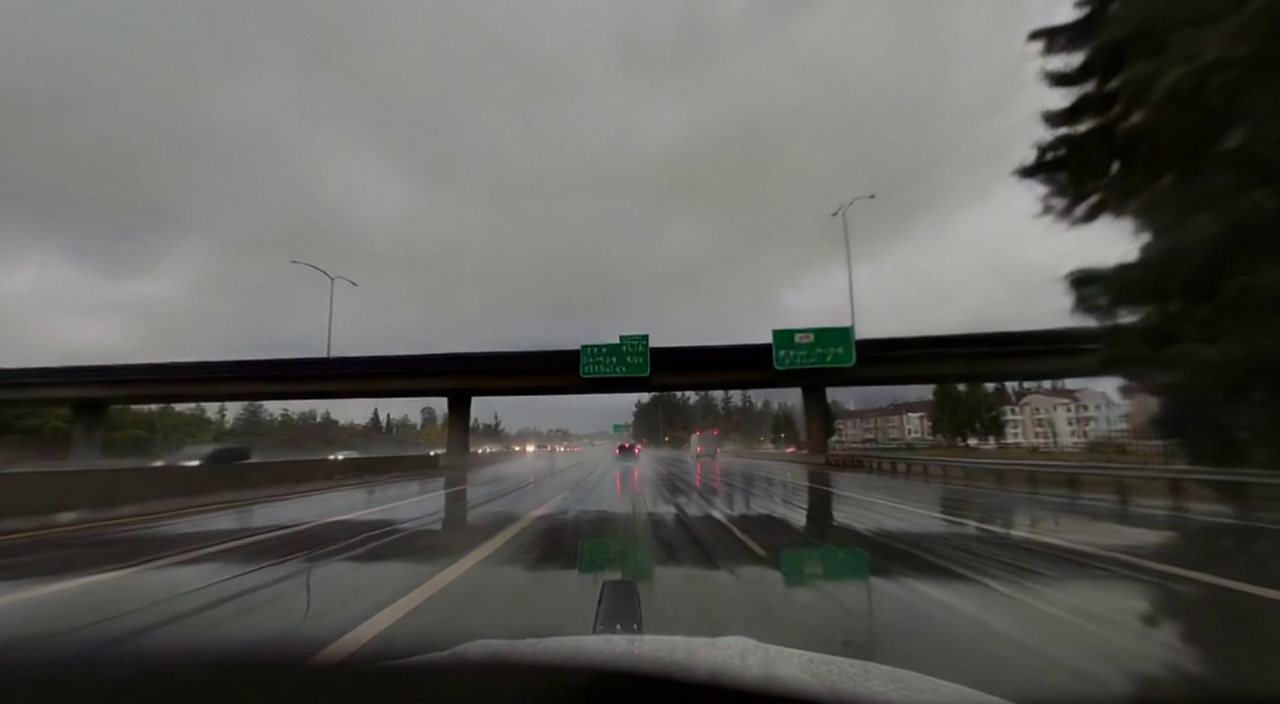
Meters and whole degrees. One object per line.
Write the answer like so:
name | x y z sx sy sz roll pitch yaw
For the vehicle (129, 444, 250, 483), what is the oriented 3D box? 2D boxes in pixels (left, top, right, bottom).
vehicle | -20.151 4.973 28.591 1.975 1.609 4.840 0 -8 -1

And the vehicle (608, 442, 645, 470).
vehicle | -0.777 5.855 35.870 2.012 1.471 4.059 0 -8 -2
